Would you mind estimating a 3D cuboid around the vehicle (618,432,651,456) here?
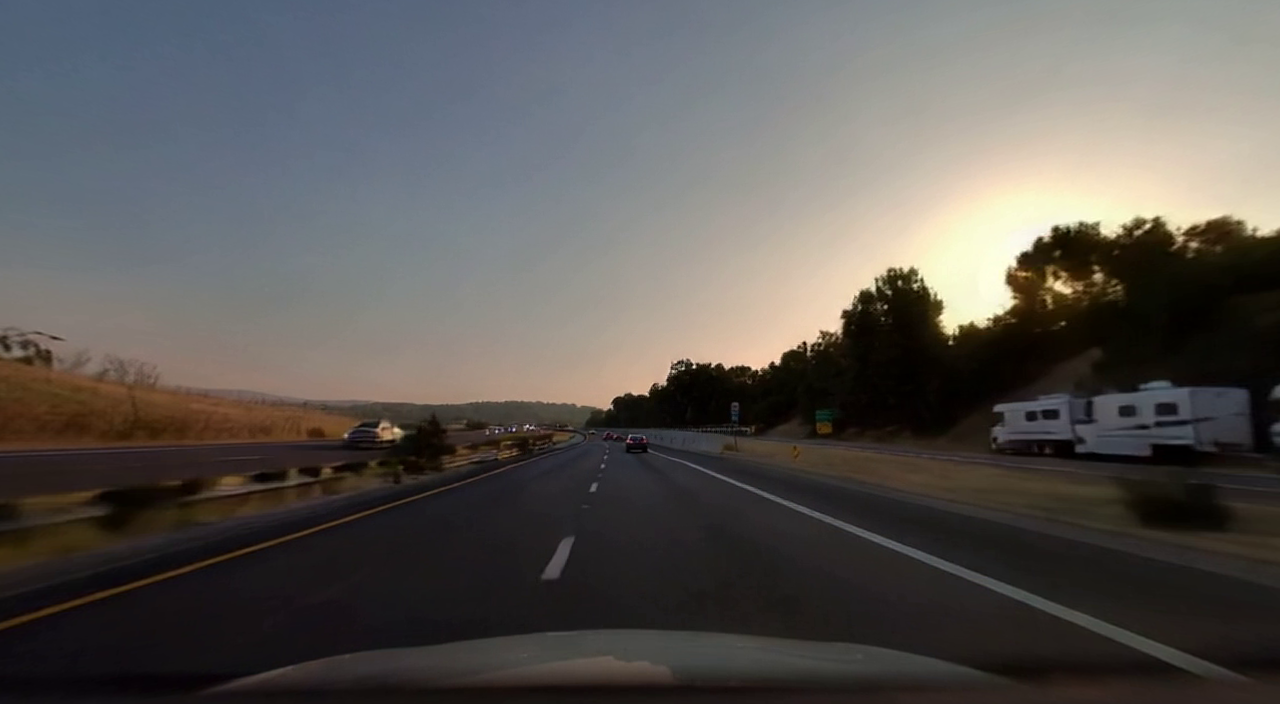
[{"bbox_3d":[-0.403,6.160,42.213,2.037,1.504,4.248,0,-8,-3],"label":"vehicle"}]
